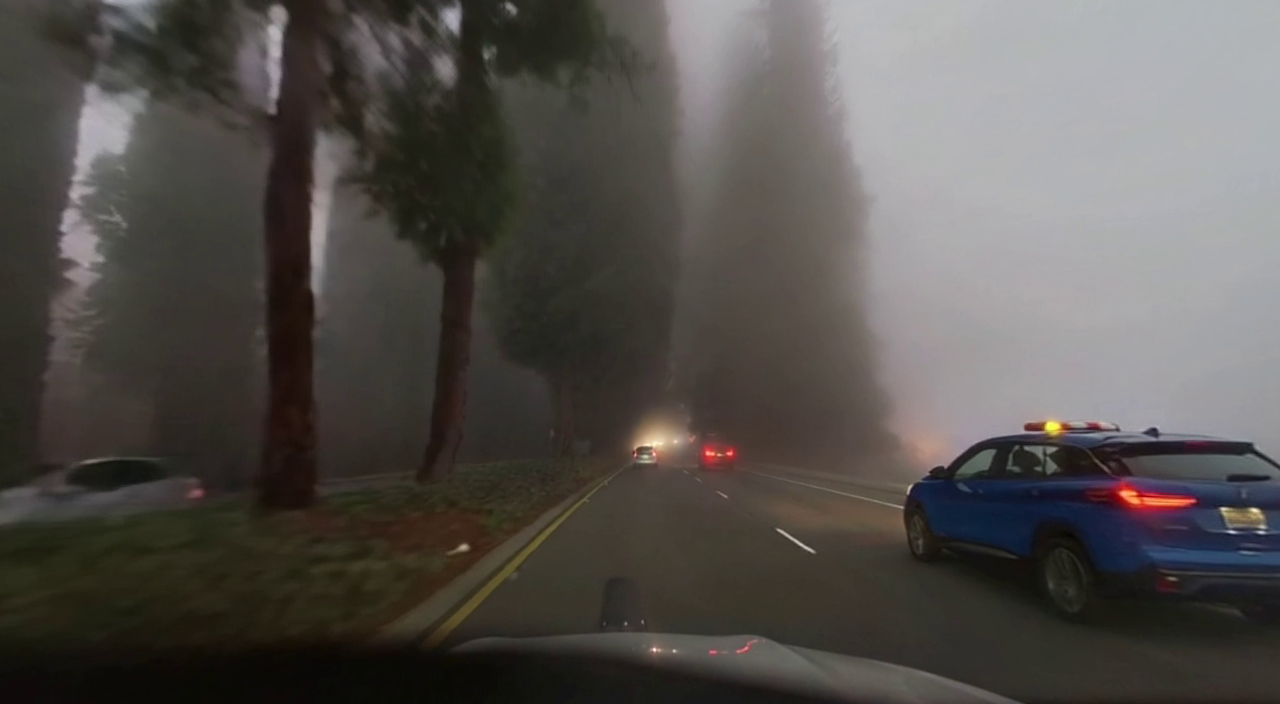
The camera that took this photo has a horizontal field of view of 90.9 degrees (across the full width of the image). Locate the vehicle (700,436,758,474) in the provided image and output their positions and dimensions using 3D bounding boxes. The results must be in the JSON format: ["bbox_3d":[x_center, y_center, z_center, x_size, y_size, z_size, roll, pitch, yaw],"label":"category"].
[{"bbox_3d":[4.189,4.926,30.327,2.110,1.666,3.912,0,-9,-1],"label":"vehicle"}]

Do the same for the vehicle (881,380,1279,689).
[{"bbox_3d":[3.956,1.277,5.499,2.052,1.639,4.123,0,-9,0],"label":"vehicle"}]

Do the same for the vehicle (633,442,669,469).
[{"bbox_3d":[0.586,6.127,37.537,2.026,1.466,4.282,0,-9,0],"label":"vehicle"}]
